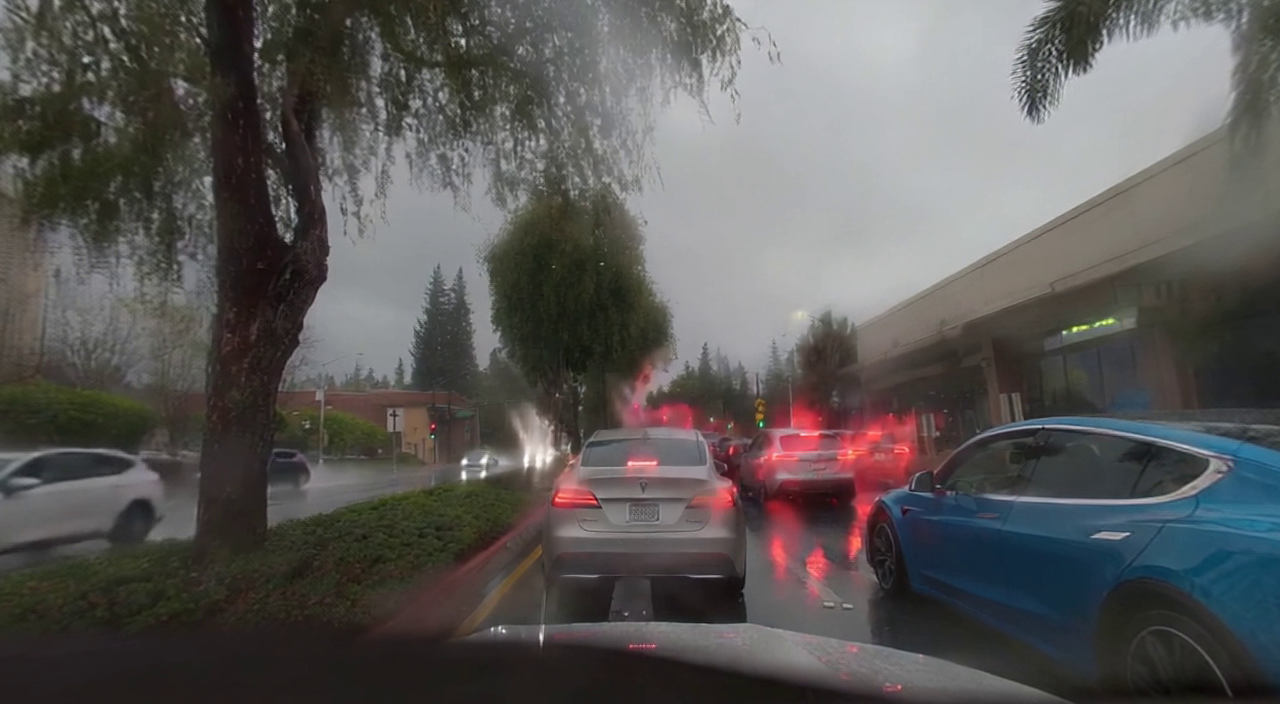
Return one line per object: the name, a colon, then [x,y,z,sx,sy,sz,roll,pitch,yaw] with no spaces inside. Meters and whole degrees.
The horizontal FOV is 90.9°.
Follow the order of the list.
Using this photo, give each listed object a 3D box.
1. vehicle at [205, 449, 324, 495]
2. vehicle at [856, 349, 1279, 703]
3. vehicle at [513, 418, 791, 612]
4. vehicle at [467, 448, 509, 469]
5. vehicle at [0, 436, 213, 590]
vehicle: [-15.012,4.779,25.570,2.005,1.630,4.556,0,-8,0]
vehicle: [3.187,1.095,4.001,2.038,1.651,4.455,0,-8,0]
vehicle: [0.105,1.556,6.912,2.137,1.488,3.938,0,-8,0]
vehicle: [-11.263,7.896,46.920,1.892,1.479,4.355,-1,-8,3]
vehicle: [-7.969,1.923,8.018,1.999,1.662,4.291,0,-8,1]
